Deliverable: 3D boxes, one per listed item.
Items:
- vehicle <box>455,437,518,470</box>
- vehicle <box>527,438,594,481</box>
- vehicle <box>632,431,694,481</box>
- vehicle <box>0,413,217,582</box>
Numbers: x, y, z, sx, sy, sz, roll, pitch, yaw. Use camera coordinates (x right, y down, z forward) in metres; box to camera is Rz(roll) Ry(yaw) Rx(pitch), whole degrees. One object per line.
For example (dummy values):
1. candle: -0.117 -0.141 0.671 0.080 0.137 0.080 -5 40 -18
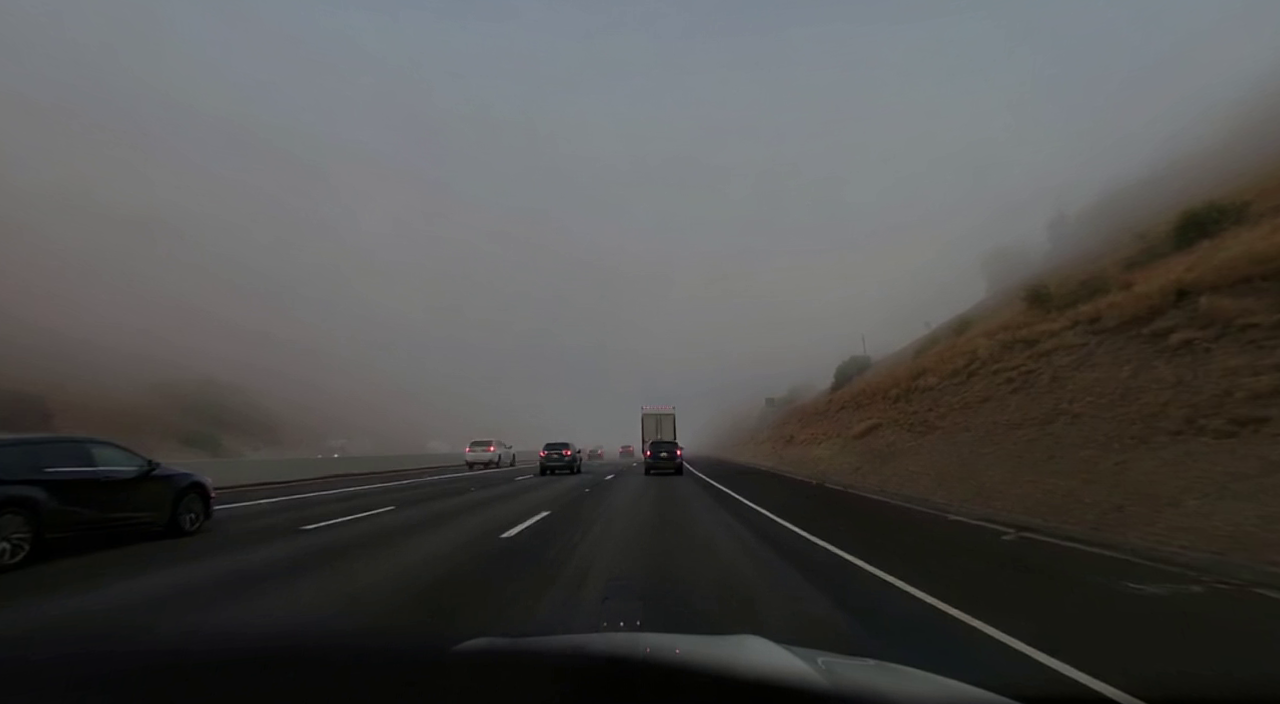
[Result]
1. vehicle: -10.153 6.766 42.296 2.421 2.025 6.236 0 -9 3
2. vehicle: -3.302 4.576 27.147 2.155 1.661 4.477 0 -9 2
3. vehicle: 0.873 4.166 25.416 2.281 1.795 4.297 0 -9 1
4. vehicle: -7.352 1.527 6.858 2.101 1.648 4.728 0 -9 1
